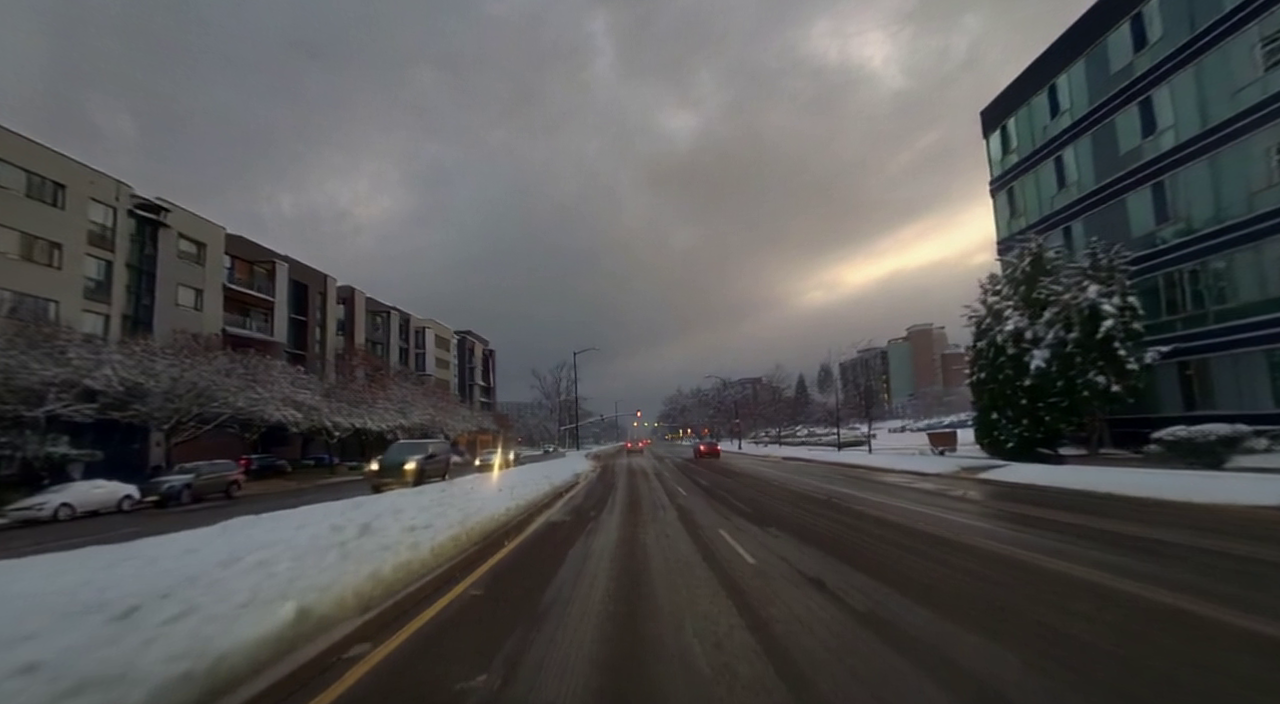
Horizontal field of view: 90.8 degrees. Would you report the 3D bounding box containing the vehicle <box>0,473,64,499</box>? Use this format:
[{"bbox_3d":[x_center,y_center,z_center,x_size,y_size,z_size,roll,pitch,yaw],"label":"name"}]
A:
[{"bbox_3d":[-40.922,8.804,41.558,4.022,1.586,1.961,-1,-10,1],"label":"vehicle"}]

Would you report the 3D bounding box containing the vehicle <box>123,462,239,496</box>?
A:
[{"bbox_3d":[-24.110,6.656,33.301,4.530,1.678,1.969,0,-9,2],"label":"vehicle"}]

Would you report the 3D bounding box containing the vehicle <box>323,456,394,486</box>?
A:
[{"bbox_3d":[-15.453,6.515,34.942,1.879,1.496,4.431,0,-9,-1],"label":"vehicle"}]

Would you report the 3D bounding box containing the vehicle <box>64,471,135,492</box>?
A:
[{"bbox_3d":[-41.082,9.827,48.072,3.697,1.504,1.731,0,-8,-1],"label":"vehicle"}]

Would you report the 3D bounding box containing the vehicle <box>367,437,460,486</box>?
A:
[{"bbox_3d":[-9.060,4.393,25.724,2.002,1.780,4.687,0,-9,0],"label":"vehicle"}]
